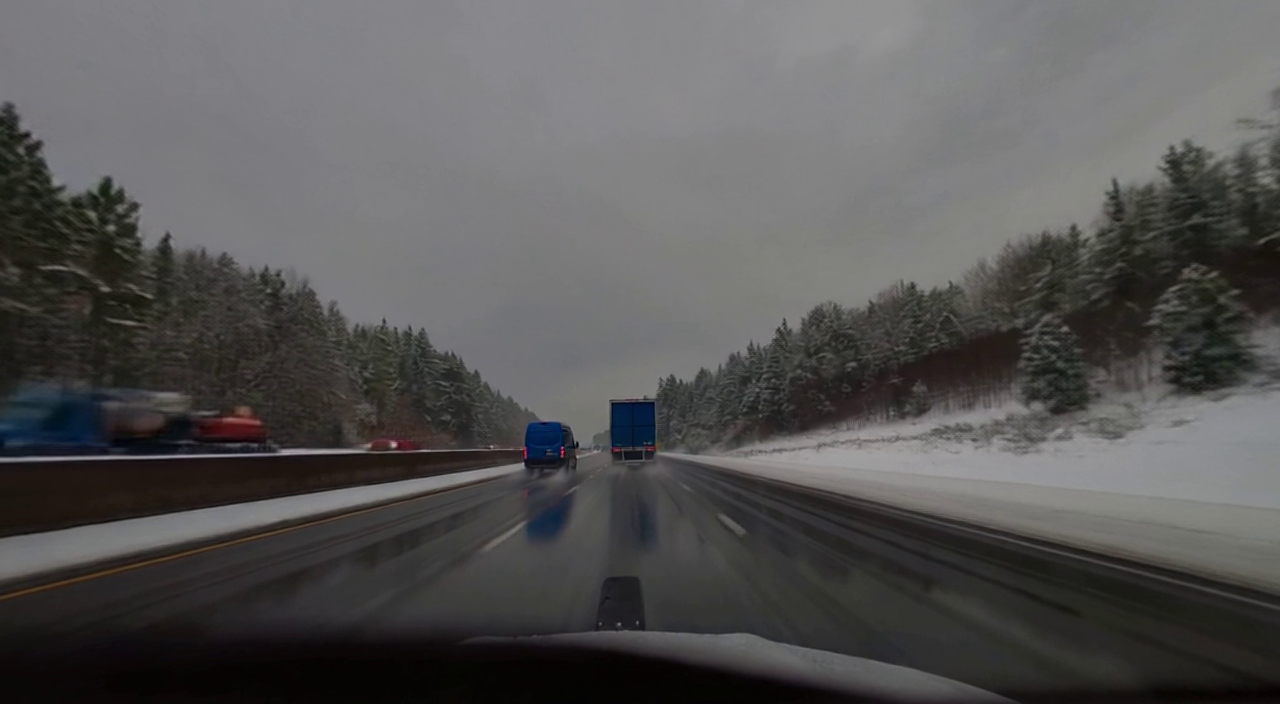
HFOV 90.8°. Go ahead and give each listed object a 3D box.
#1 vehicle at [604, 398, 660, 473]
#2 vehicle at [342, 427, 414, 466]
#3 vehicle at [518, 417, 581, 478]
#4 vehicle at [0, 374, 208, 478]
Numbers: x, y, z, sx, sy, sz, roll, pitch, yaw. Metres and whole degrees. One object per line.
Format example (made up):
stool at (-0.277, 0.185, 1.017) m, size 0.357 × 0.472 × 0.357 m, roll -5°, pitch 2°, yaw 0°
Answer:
vehicle at (-0.451, 5.319, 39.316) m, size 2.995 × 4.036 × 10.311 m, roll 0°, pitch -9°, yaw 0°
vehicle at (-13.472, 4.915, 32.729) m, size 1.872 × 1.826 × 4.350 m, roll 0°, pitch -9°, yaw 0°
vehicle at (-4.500, 4.937, 32.497) m, size 2.357 × 2.786 × 6.144 m, roll 0°, pitch -9°, yaw -1°
vehicle at (-17.713, 2.551, 20.908) m, size 2.450 × 2.949 × 5.978 m, roll 0°, pitch -9°, yaw 0°
